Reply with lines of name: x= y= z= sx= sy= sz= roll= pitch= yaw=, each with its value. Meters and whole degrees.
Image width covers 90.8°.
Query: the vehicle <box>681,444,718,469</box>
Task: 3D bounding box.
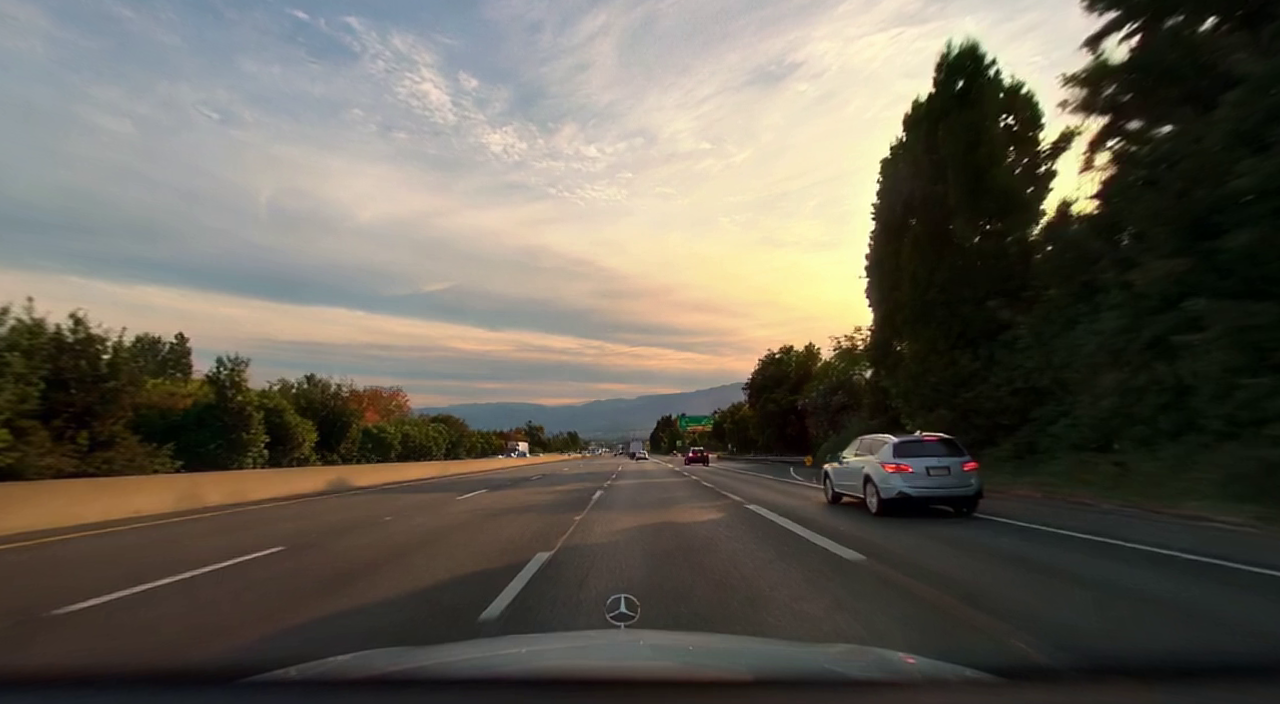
vehicle: x=4.300 y=7.616 z=46.249 sx=2.096 sy=1.712 sz=4.697 roll=0 pitch=-9 yaw=-1

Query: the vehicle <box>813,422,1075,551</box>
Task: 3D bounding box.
vehicle: x=4.459 y=2.036 z=10.245 sx=1.929 sy=1.604 sz=4.478 roll=0 pitch=-9 yaw=-1
